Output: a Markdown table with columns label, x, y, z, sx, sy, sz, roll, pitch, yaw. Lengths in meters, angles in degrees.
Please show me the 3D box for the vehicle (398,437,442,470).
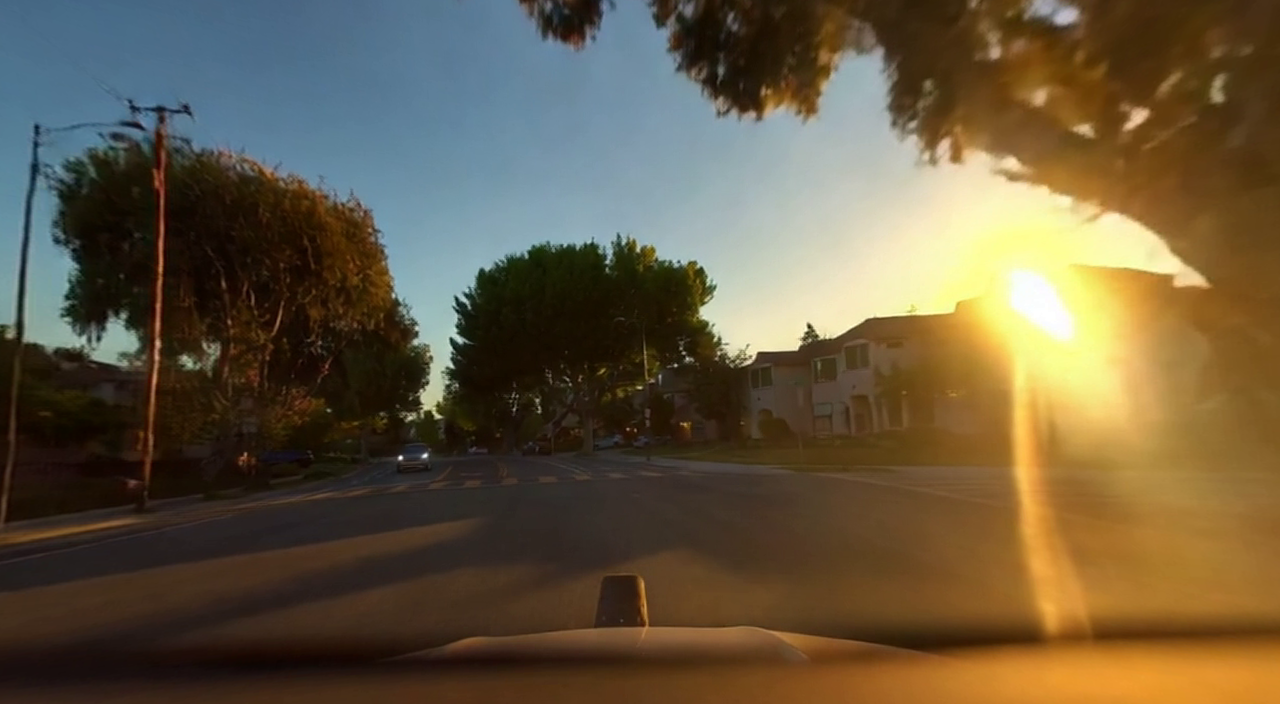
| label | x | y | z | sx | sy | sz | roll | pitch | yaw |
| --- | --- | --- | --- | --- | --- | --- | --- | --- | --- |
| vehicle | -13.346 | 6.170 | 38.581 | 2.247 | 1.801 | 4.672 | 2 | -9 | -16 |
